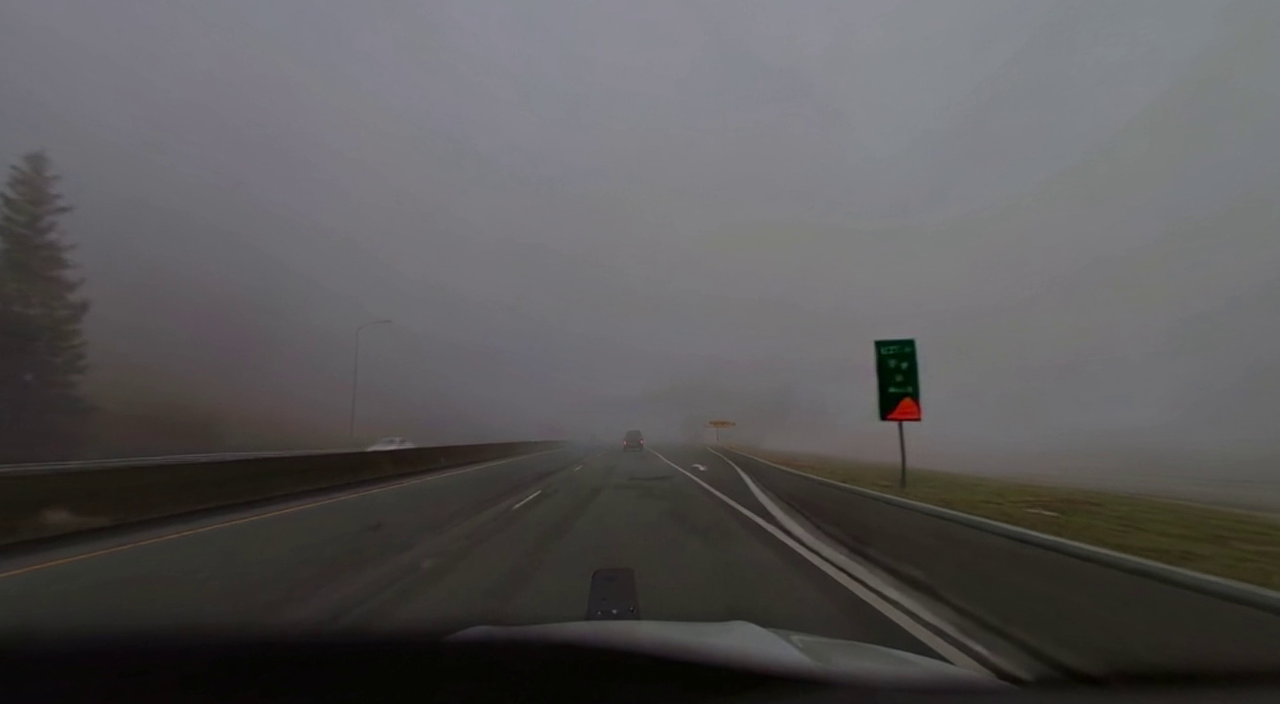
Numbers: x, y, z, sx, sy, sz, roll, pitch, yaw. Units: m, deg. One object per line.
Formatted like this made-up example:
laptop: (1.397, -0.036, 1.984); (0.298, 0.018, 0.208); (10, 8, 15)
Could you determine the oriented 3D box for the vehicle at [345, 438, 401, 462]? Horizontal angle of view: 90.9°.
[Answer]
vehicle: (-17.879, 6.557, 42.454); (1.817, 1.479, 4.483); (0, -8, 0)
